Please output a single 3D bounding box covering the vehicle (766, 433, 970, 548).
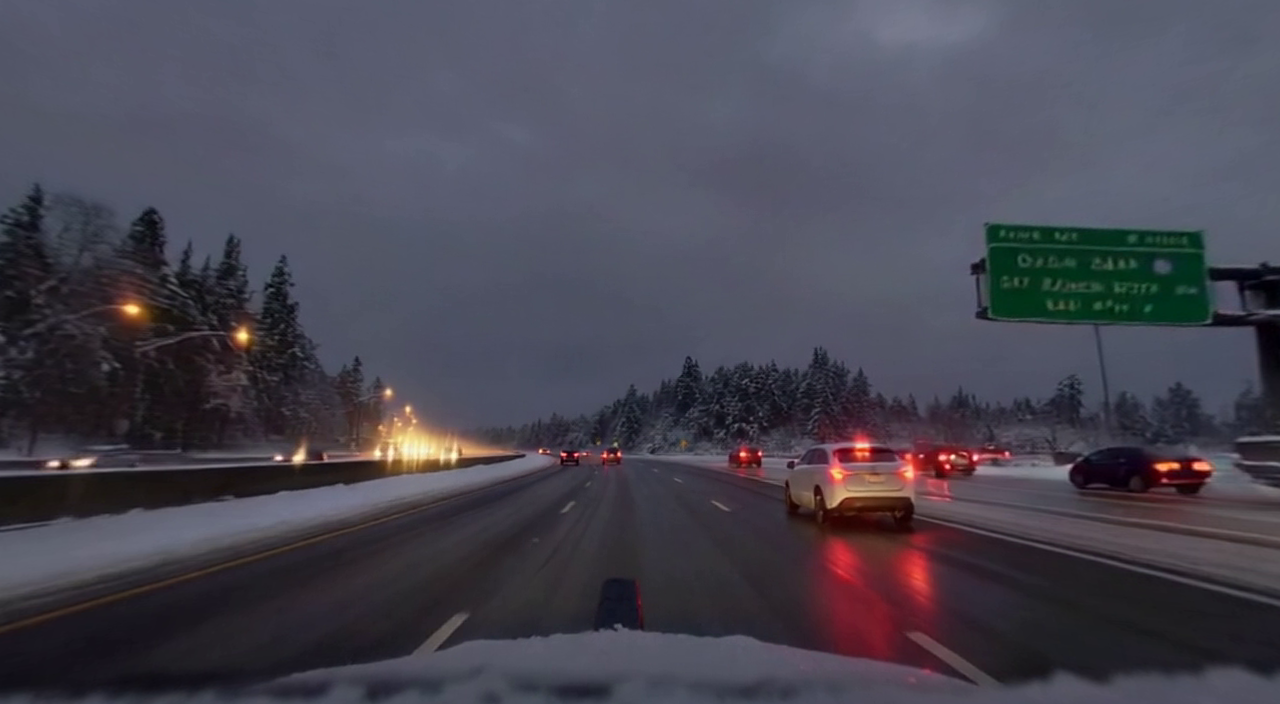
[{"bbox_3d":[3.531,2.207,10.653,1.975,1.562,3.823,0,-9,0],"label":"vehicle"}]

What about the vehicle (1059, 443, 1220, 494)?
[{"bbox_3d":[16.616,3.874,21.327,1.878,1.486,4.636,-1,-9,4],"label":"vehicle"}]

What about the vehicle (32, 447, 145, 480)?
[{"bbox_3d":[-28.367,5.743,32.629,1.909,1.586,4.394,0,-9,-1],"label":"vehicle"}]

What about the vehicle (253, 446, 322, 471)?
[{"bbox_3d":[-25.252,7.638,45.395,2.170,1.723,5.110,0,-9,-2],"label":"vehicle"}]

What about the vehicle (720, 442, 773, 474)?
[{"bbox_3d":[6.326,6.339,37.910,2.167,1.793,4.683,0,-9,-2],"label":"vehicle"}]

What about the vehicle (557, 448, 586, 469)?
[{"bbox_3d":[-5.363,8.382,49.724,2.080,1.524,4.442,0,-9,-3],"label":"vehicle"}]
